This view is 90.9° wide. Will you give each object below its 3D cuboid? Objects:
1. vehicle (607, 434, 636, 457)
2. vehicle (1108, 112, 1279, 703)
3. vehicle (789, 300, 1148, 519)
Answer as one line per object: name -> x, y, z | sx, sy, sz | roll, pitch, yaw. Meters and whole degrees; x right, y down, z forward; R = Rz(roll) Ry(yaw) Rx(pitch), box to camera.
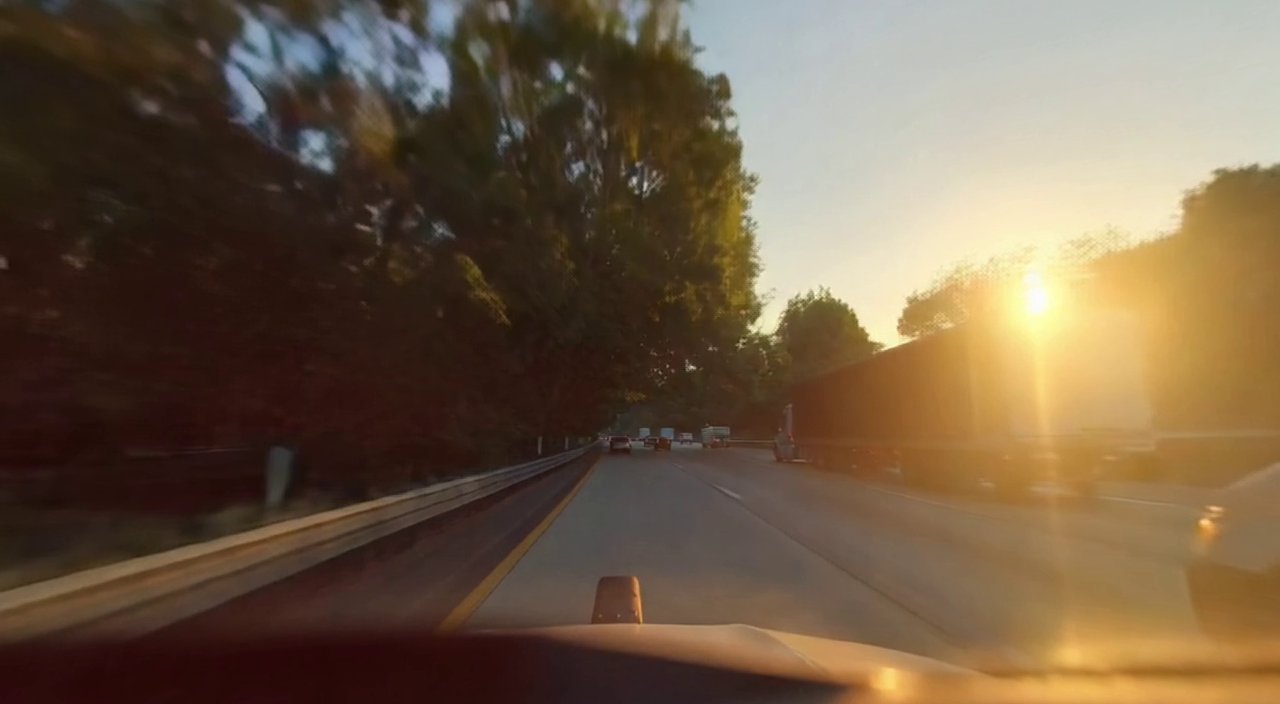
vehicle -> -1.449, 7.110, 48.226 | 2.088, 1.671, 4.068 | 0, -8, -2
vehicle -> 3.452, 0.173, 0.103 | 2.436, 2.521, 5.409 | 0, -8, -1
vehicle -> 7.751, 1.959, 18.876 | 2.888, 4.093, 14.227 | 0, -8, -1
